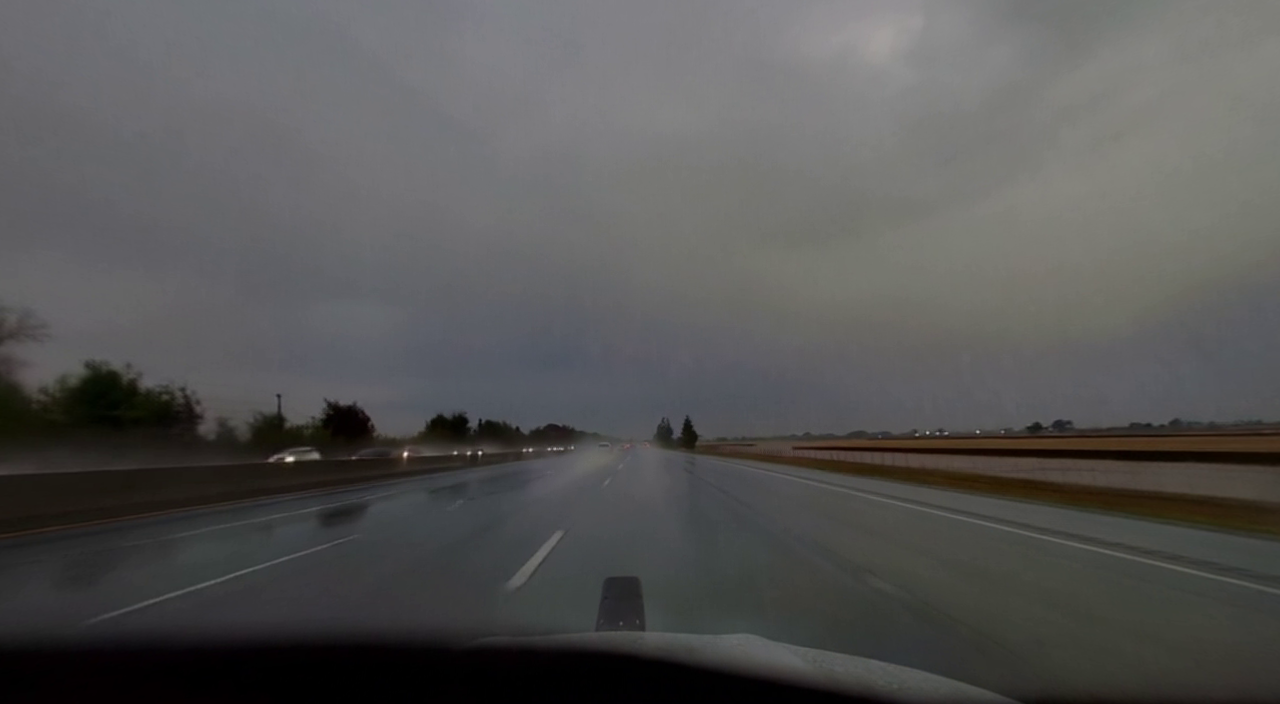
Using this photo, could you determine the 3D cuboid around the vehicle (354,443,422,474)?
[{"bbox_3d":[-16.296,6.896,41.066,2.103,1.793,5.213,-3,-8,2],"label":"vehicle"}]
